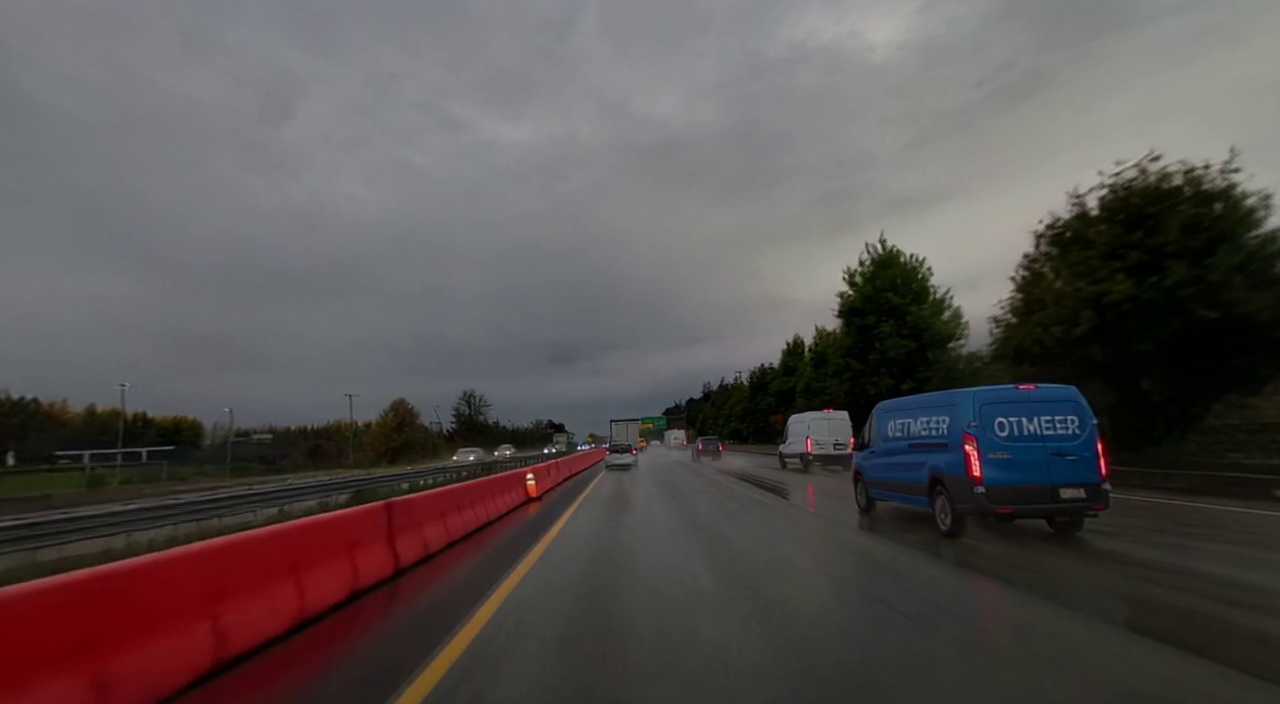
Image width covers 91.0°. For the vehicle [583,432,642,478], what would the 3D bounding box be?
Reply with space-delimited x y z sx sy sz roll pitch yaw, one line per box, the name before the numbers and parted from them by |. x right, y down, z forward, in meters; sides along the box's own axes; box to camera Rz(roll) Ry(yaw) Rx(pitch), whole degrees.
vehicle | -1.039 3.985 24.513 2.100 1.636 3.620 0 -8 -2

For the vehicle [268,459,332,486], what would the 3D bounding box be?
vehicle | -21.701 7.691 40.405 1.789 1.453 4.243 0 -8 -1

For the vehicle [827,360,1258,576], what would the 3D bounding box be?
vehicle | 4.545 1.433 8.512 2.223 2.008 5.121 0 -8 -3
